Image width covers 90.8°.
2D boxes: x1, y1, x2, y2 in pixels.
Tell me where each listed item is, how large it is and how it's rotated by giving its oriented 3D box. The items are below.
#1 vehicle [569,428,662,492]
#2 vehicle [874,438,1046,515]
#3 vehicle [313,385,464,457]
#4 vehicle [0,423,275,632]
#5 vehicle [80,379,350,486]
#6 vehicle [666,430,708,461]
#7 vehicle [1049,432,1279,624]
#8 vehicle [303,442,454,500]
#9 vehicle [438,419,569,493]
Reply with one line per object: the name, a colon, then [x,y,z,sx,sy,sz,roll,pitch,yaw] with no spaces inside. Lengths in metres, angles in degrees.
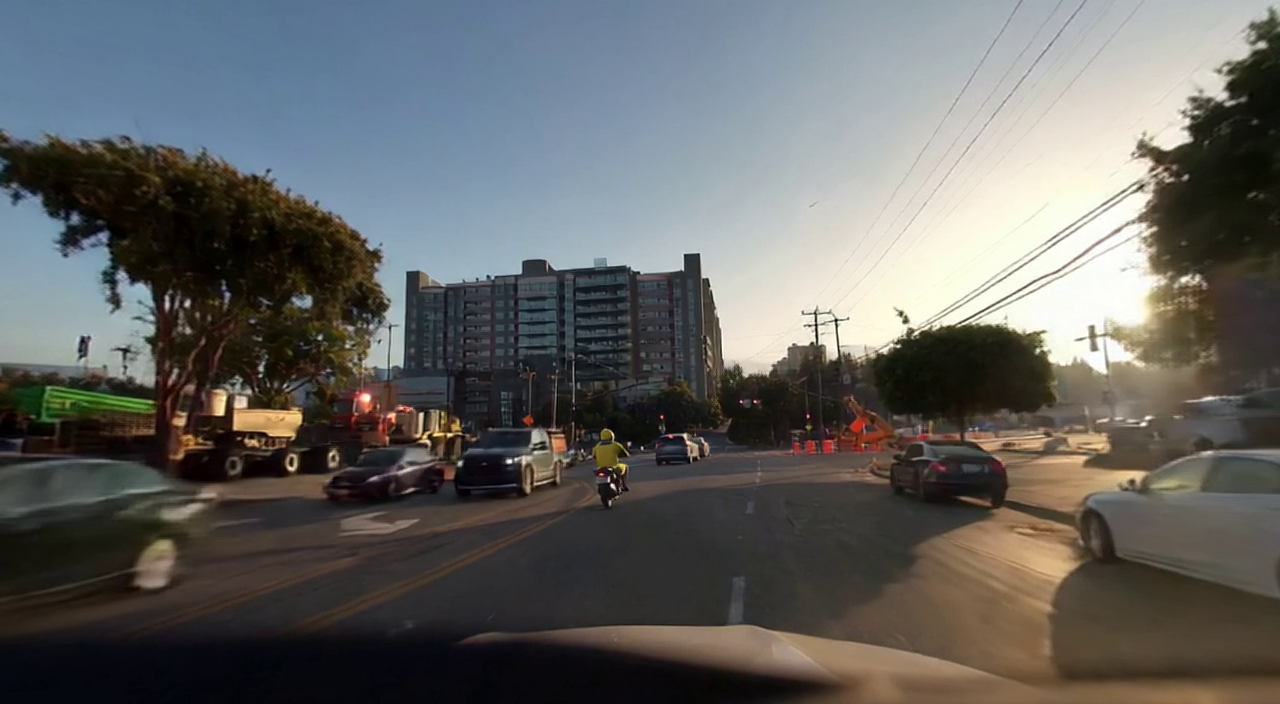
vehicle: [-0.569,3.054,18.261,1.925,1.602,4.090,-1,-8,8]
vehicle: [6.977,2.714,14.428,1.973,1.457,4.522,-1,-8,6]
vehicle: [-13.240,3.970,34.636,2.996,3.170,10.153,-5,-9,8]
vehicle: [-5.690,1.394,5.374,2.105,1.509,4.753,-1,-8,4]
vehicle: [-14.792,3.043,23.427,2.990,3.144,9.080,-1,-8,6]
vehicle: [3.254,6.307,42.847,2.295,1.929,5.498,-2,-8,9]
vehicle: [5.970,1.535,5.717,1.891,1.442,4.560,-2,-12,7]
vehicle: [-7.207,3.303,18.109,1.932,1.429,4.766,-1,-8,5]
vehicle: [-3.920,3.142,19.572,2.222,1.911,5.988,-1,-8,5]
